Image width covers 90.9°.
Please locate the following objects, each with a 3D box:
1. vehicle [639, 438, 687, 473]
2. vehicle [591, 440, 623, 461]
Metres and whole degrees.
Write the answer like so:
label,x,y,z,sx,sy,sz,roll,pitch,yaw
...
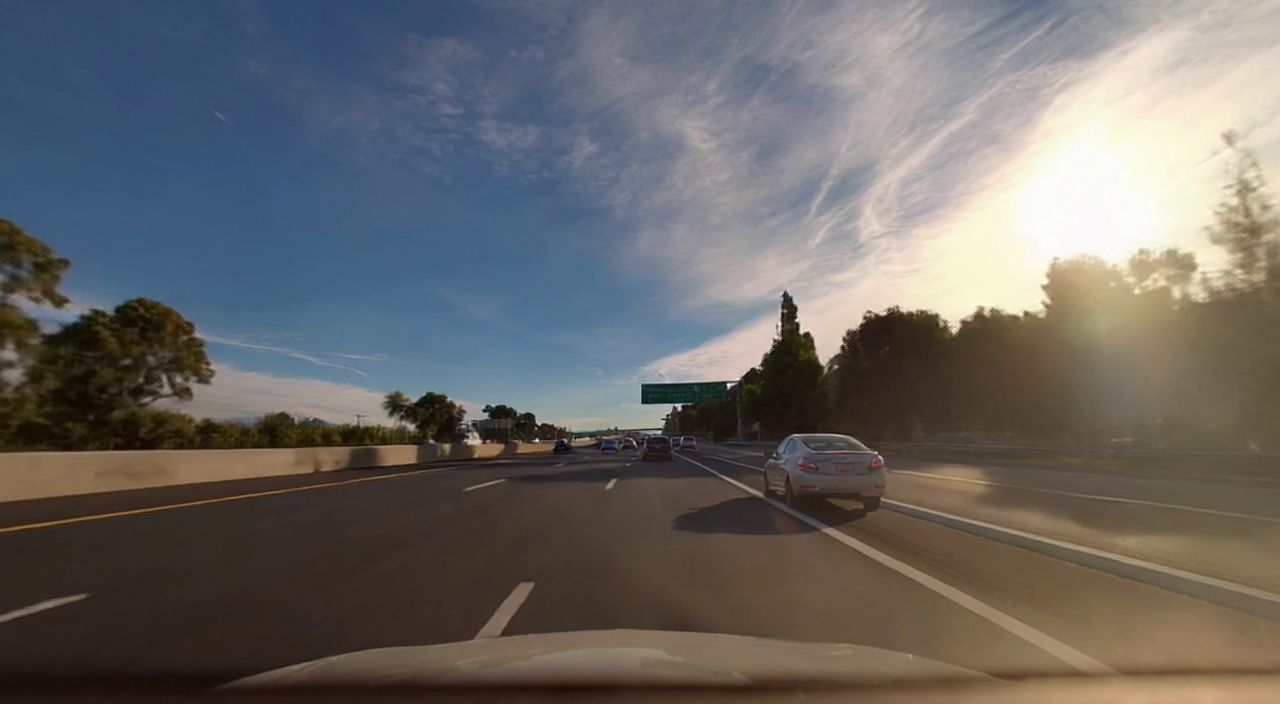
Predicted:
label,x,y,z,sx,sy,sz,roll,pitch,yaw
vehicle,1.084,5.267,32.440,2.240,1.646,4.949,0,-8,0
vehicle,-2.414,7.376,47.396,2.103,1.512,4.155,0,-8,1
